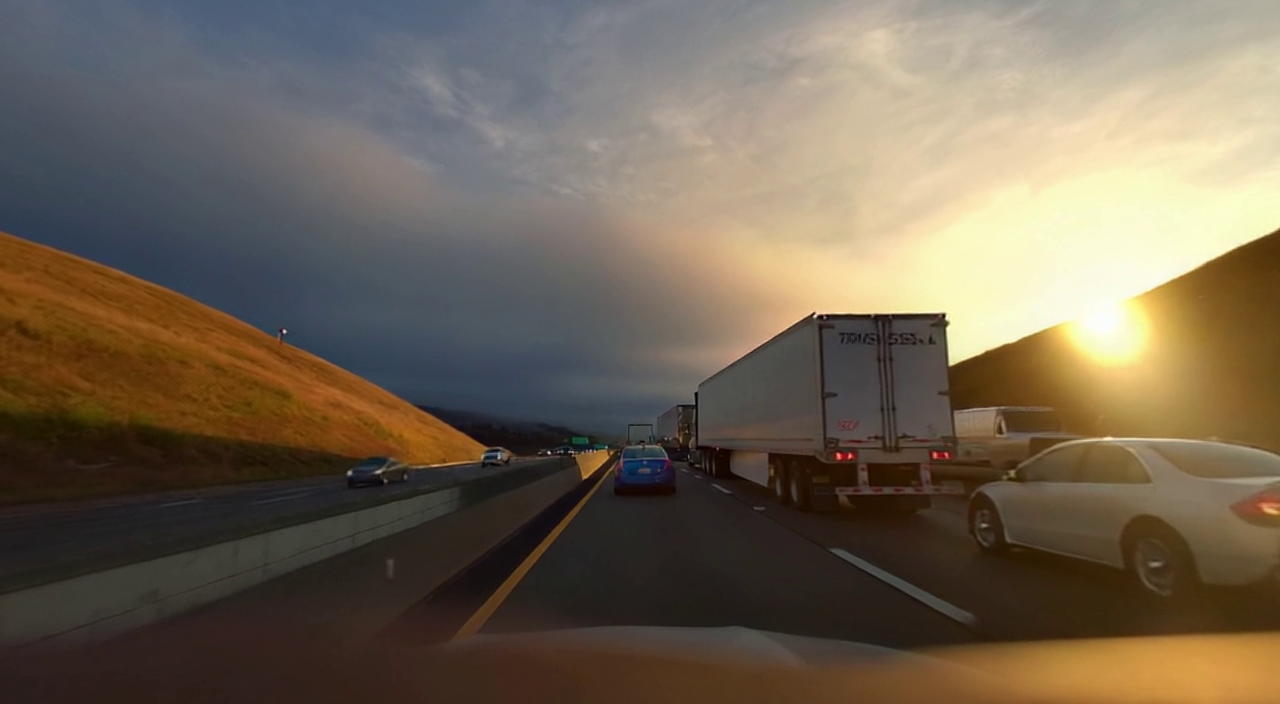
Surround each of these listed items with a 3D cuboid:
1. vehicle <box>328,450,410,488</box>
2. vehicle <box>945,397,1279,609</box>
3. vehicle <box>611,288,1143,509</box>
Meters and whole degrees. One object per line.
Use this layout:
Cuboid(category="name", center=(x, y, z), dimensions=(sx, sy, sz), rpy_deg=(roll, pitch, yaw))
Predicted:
Cuboid(category="vehicle", center=(-11.848, 5.124, 27.825), dimensions=(1.940, 1.495, 3.889), rpy_deg=(-1, -8, -1))
Cuboid(category="vehicle", center=(5.511, 1.318, 6.051), dimensions=(1.888, 1.591, 4.815), rpy_deg=(1, -8, -14))
Cuboid(category="vehicle", center=(4.486, 1.127, 13.904), dimensions=(9.908, 4.197, 3.235), rpy_deg=(-1, -8, 4))
